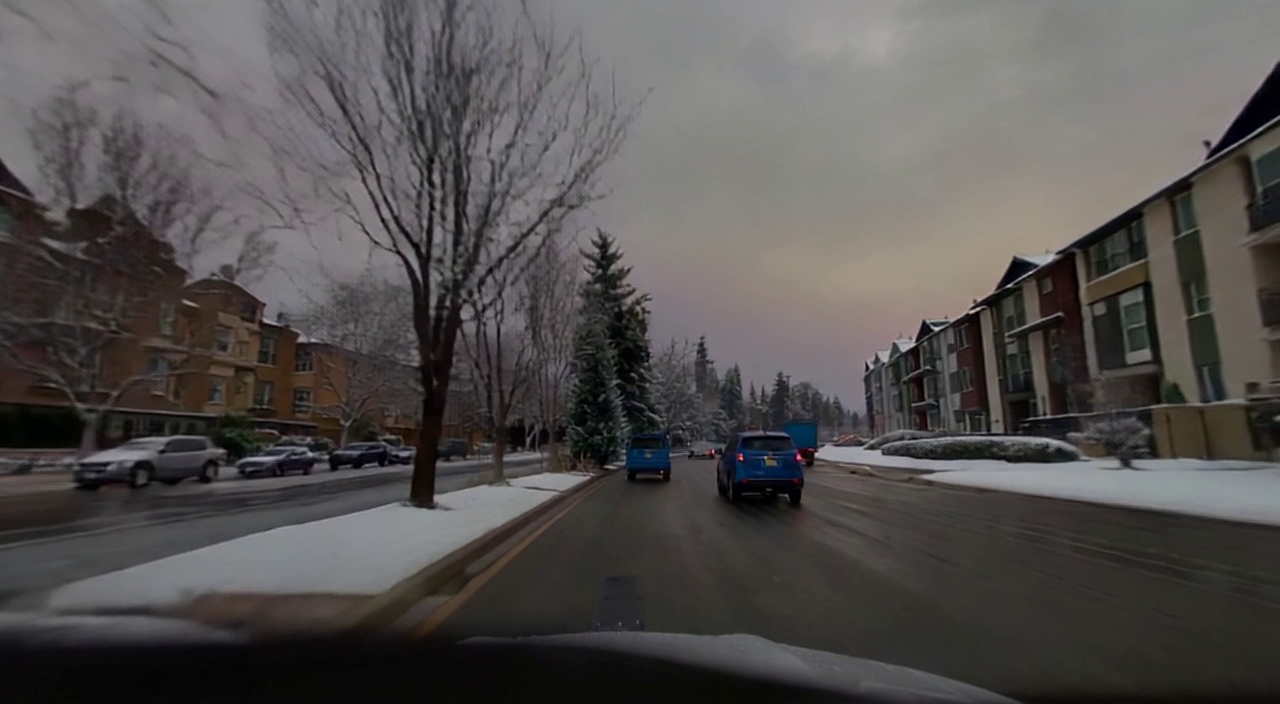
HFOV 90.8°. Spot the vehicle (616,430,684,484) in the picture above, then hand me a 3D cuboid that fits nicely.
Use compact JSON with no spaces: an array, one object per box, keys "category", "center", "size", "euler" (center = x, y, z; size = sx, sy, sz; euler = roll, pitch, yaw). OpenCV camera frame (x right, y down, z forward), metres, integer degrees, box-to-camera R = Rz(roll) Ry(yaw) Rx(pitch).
[{"category":"vehicle","center":[0.409,4.003,24.313],"size":[2.345,1.841,5.032],"euler":[0,-9,2]}]

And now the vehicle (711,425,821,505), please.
[{"category":"vehicle","center":[3.142,2.944,16.802],"size":[2.033,1.823,4.409],"euler":[0,-9,0]}]

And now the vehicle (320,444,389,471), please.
[{"category":"vehicle","center":[-18.101,6.748,40.332],"size":[2.010,1.609,4.549],"euler":[-1,-10,3]}]

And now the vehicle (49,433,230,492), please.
[{"category":"vehicle","center":[-18.587,4.178,23.965],"size":[2.195,1.894,5.489],"euler":[-2,-10,3]}]

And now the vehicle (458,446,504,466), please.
[{"category":"vehicle","center":[-12.215,8.011,48.717],"size":[1.884,1.454,4.858],"euler":[-1,-9,5]}]

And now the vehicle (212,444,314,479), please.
[{"category":"vehicle","center":[-18.539,5.442,31.359],"size":[1.961,1.556,4.791],"euler":[-2,-10,2]}]

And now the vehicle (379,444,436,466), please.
[{"category":"vehicle","center":[-17.222,7.730,47.128],"size":[2.008,1.487,5.078],"euler":[-2,-10,4]}]
